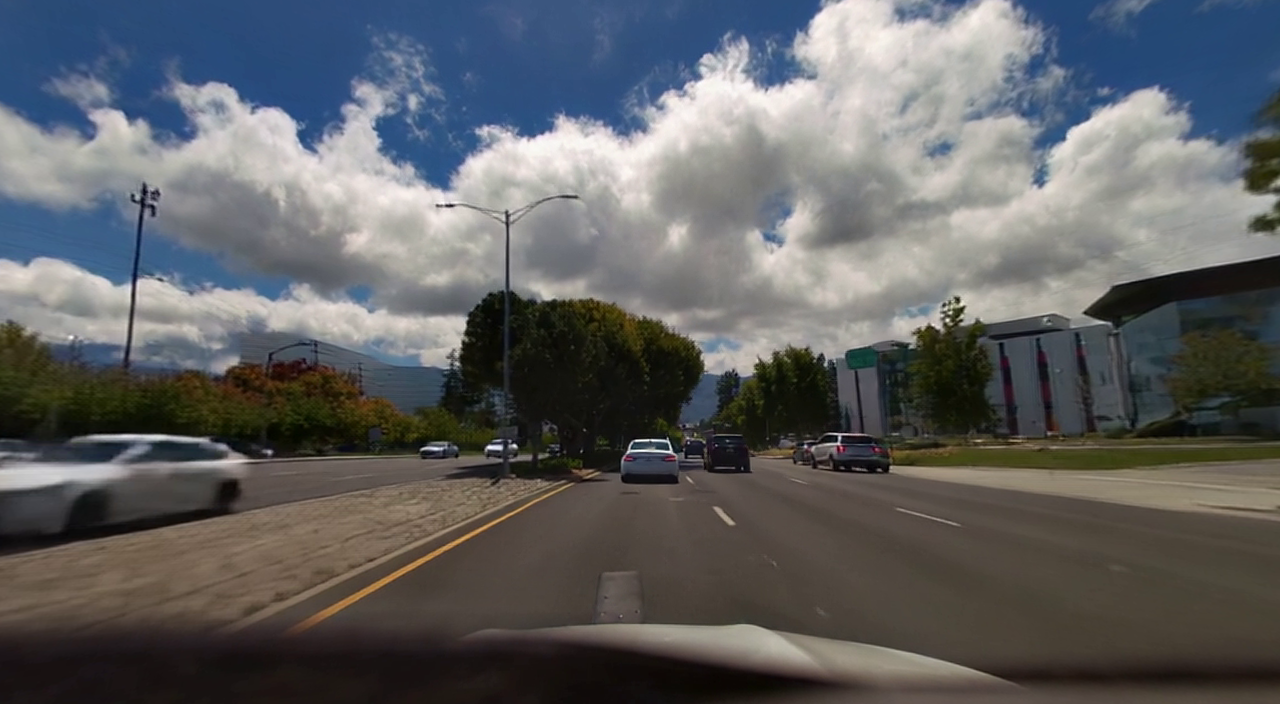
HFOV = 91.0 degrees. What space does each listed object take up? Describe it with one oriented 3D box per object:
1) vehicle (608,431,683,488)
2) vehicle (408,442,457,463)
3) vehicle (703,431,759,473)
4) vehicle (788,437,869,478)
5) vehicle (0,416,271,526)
[{"bbox_3d":[0.191,3.402,20.175,2.145,1.603,4.369,0,-8,1],"label":"vehicle"},{"bbox_3d":[-15.747,7.663,48.039,2.036,1.524,4.590,0,-9,2],"label":"vehicle"},{"bbox_3d":[4.104,4.611,29.128,1.976,1.796,4.159,0,-8,0],"label":"vehicle"},{"bbox_3d":[7.489,4.223,25.470,1.928,1.488,4.361,0,-8,0],"label":"vehicle"},{"bbox_3d":[-8.998,2.023,11.218,2.074,1.543,4.536,0,-8,0],"label":"vehicle"}]
